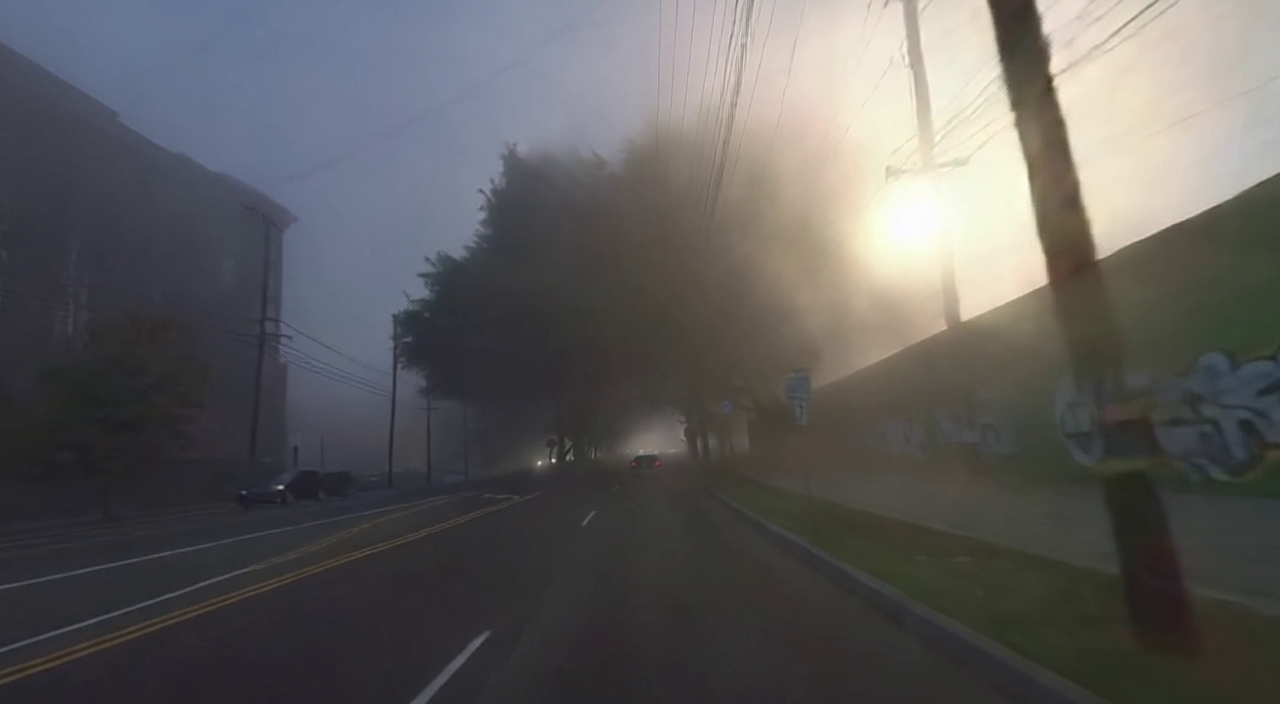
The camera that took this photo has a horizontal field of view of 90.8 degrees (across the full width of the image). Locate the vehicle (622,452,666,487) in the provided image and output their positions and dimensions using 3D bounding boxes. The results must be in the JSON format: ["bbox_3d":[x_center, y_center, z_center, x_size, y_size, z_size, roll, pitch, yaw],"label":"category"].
[{"bbox_3d":[0.236,5.998,32.545,2.105,1.611,3.750,-1,-9,1],"label":"vehicle"}]

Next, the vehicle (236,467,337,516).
[{"bbox_3d":[-15.763,6.194,28.492,1.952,1.698,4.493,-5,-9,1],"label":"vehicle"}]
